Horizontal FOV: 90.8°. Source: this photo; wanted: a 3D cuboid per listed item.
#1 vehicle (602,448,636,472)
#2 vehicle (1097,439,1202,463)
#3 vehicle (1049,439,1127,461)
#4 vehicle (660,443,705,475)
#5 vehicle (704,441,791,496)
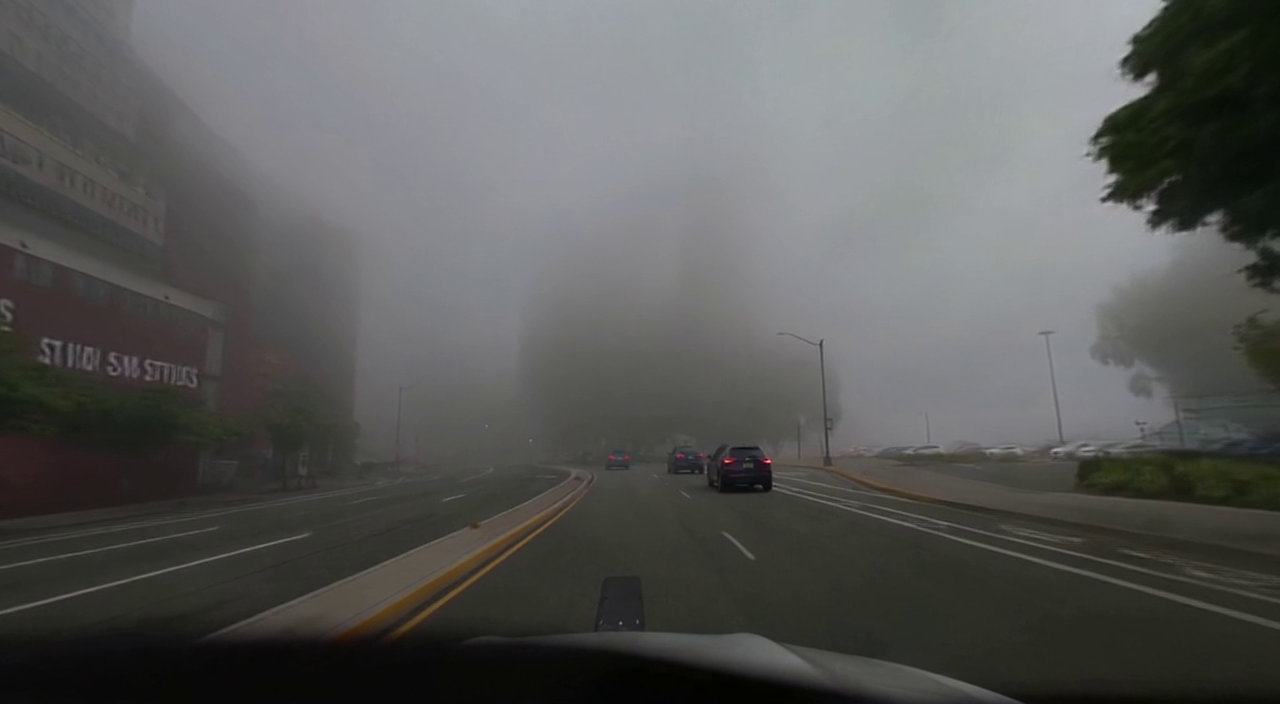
[{"bbox_3d":[-1.505,7.472,43.899,2.068,1.512,3.987,1,-9,-6],"label":"vehicle"},{"bbox_3d":[32.465,6.323,40.341,4.860,1.461,2.041,0,-9,0],"label":"vehicle"},{"bbox_3d":[32.573,7.134,46.001,4.032,1.560,2.059,0,-9,-2],"label":"vehicle"},{"bbox_3d":[2.451,6.329,37.544,2.046,1.768,4.370,1,-9,-5],"label":"vehicle"},{"bbox_3d":[3.353,3.742,20.579,1.966,1.596,3.980,0,-9,-3],"label":"vehicle"}]
